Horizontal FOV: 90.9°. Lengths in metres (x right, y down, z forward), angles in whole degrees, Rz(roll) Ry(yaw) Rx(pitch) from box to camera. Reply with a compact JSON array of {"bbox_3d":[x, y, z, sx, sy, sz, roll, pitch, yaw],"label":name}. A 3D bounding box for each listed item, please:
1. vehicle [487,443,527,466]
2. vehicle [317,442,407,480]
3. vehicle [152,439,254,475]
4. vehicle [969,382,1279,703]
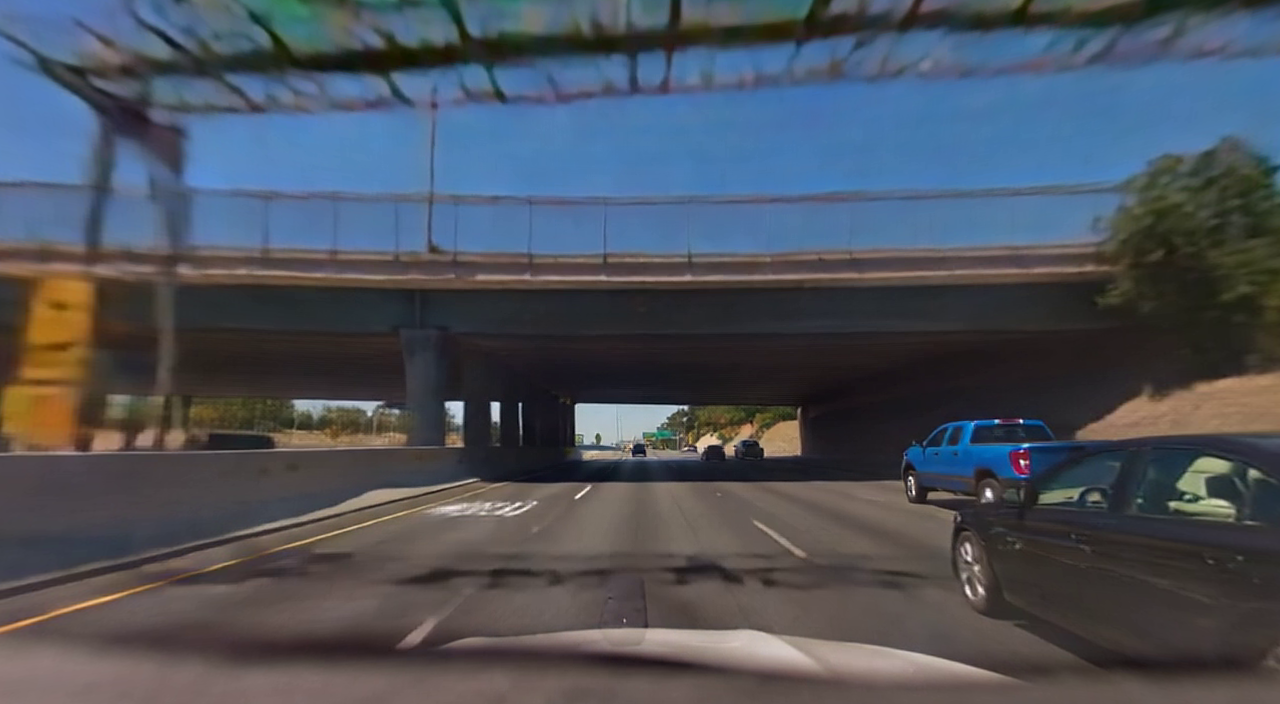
[{"bbox_3d":[-9.290,7.193,44.514,1.865,1.481,4.492,0,-8,0],"label":"vehicle"},{"bbox_3d":[-11.735,4.606,26.939,1.850,1.465,4.257,0,-8,1],"label":"vehicle"},{"bbox_3d":[-21.749,5.232,31.620,1.945,1.661,4.387,0,-8,0],"label":"vehicle"},{"bbox_3d":[3.251,0.808,1.742,2.119,1.524,4.807,0,-8,0],"label":"vehicle"}]
